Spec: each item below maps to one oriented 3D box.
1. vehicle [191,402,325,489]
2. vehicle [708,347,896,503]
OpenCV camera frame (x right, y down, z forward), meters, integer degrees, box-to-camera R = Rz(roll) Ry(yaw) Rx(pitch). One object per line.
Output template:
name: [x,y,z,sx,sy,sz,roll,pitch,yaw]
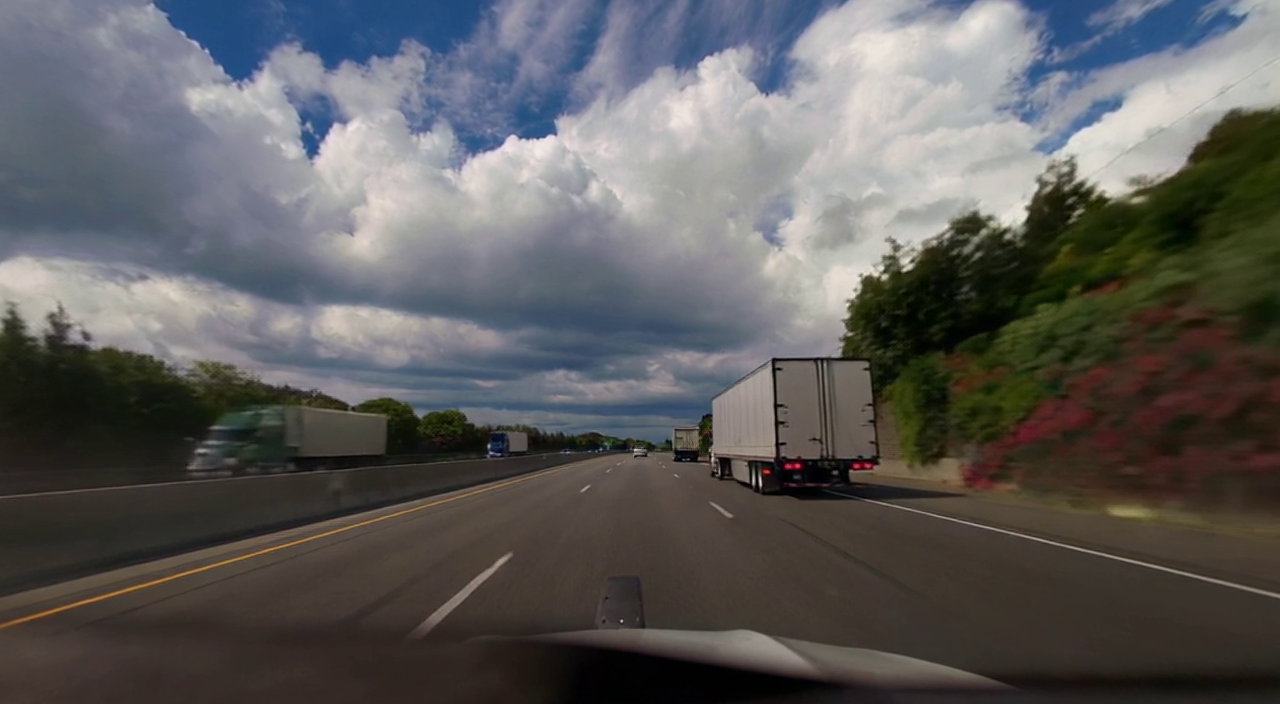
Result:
vehicle: [-19.141,4.787,32.163,2.998,3.999,5.853,0,-9,0]
vehicle: [4.473,2.562,20.519,3.032,3.785,10.333,0,-9,-2]
